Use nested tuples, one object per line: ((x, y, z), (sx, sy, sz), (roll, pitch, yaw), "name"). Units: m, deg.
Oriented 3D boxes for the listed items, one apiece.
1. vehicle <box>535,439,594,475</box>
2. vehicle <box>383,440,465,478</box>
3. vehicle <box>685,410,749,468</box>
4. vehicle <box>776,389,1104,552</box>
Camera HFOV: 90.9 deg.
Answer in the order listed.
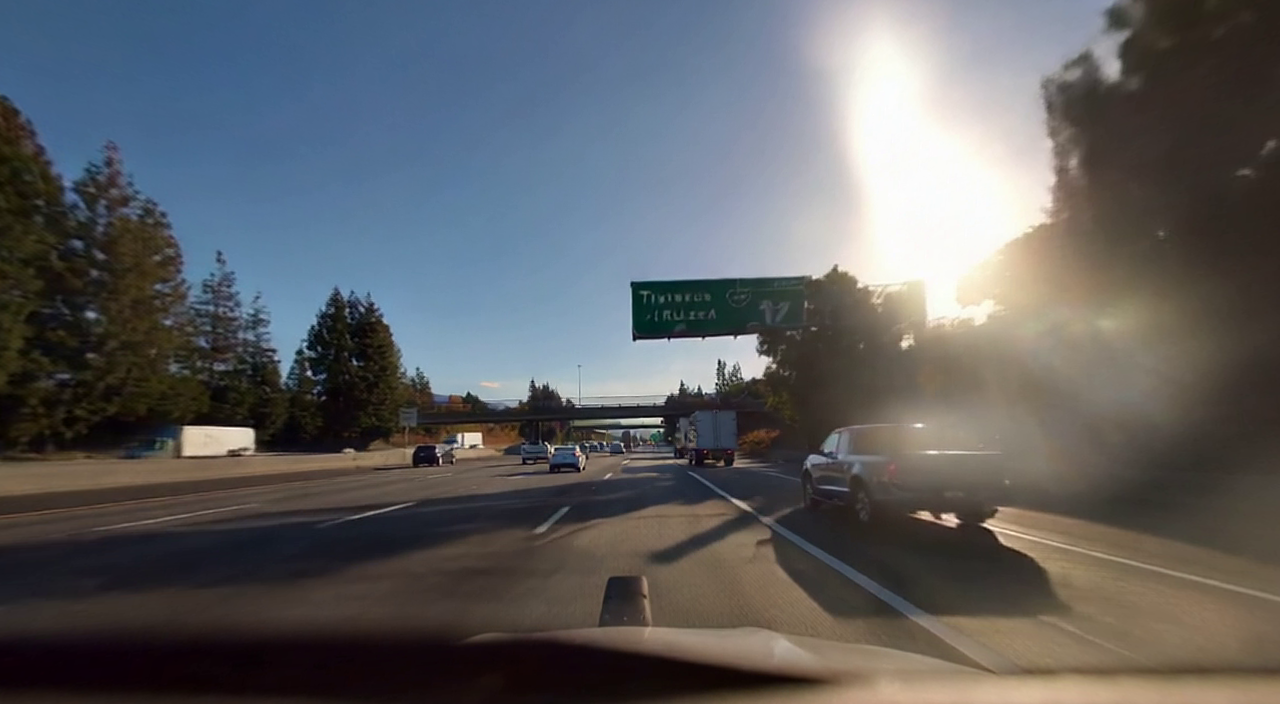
((-3.271, 4.673, 28.265), (1.981, 1.473, 4.317), (0, -8, 2), "vehicle")
((-9.142, 4.549, 27.097), (1.899, 1.465, 4.589), (0, -8, 0), "vehicle")
((4.318, 5.121, 36.992), (2.732, 3.052, 7.118), (0, -8, -1), "vehicle")
((4.290, 1.896, 10.880), (2.355, 1.930, 6.633), (0, -8, 0), "vehicle")
